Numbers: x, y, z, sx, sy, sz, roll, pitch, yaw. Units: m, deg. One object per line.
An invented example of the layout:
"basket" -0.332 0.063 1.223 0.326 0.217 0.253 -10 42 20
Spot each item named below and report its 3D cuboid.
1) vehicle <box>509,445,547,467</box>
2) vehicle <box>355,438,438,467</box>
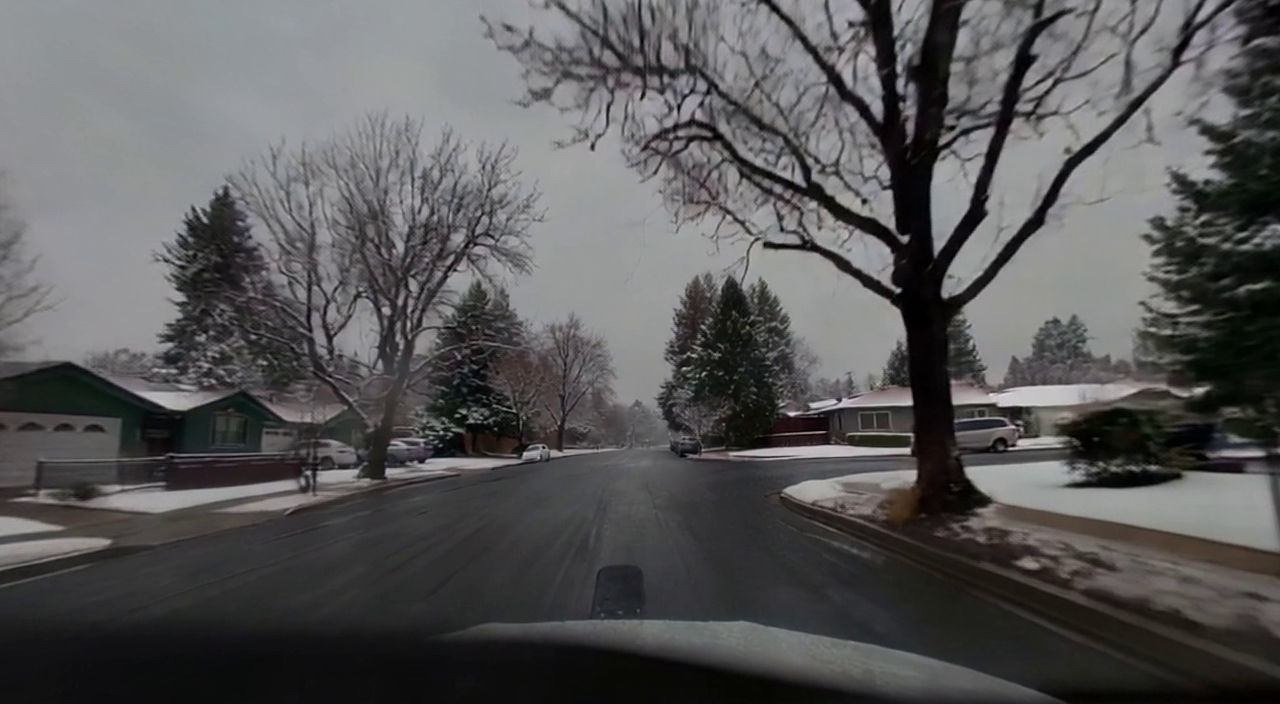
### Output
"vehicle" -8.231 7.667 46.749 2.040 1.525 5.212 0 -9 -2
"vehicle" -16.068 6.658 41.724 4.683 1.849 2.044 1 -9 -4
